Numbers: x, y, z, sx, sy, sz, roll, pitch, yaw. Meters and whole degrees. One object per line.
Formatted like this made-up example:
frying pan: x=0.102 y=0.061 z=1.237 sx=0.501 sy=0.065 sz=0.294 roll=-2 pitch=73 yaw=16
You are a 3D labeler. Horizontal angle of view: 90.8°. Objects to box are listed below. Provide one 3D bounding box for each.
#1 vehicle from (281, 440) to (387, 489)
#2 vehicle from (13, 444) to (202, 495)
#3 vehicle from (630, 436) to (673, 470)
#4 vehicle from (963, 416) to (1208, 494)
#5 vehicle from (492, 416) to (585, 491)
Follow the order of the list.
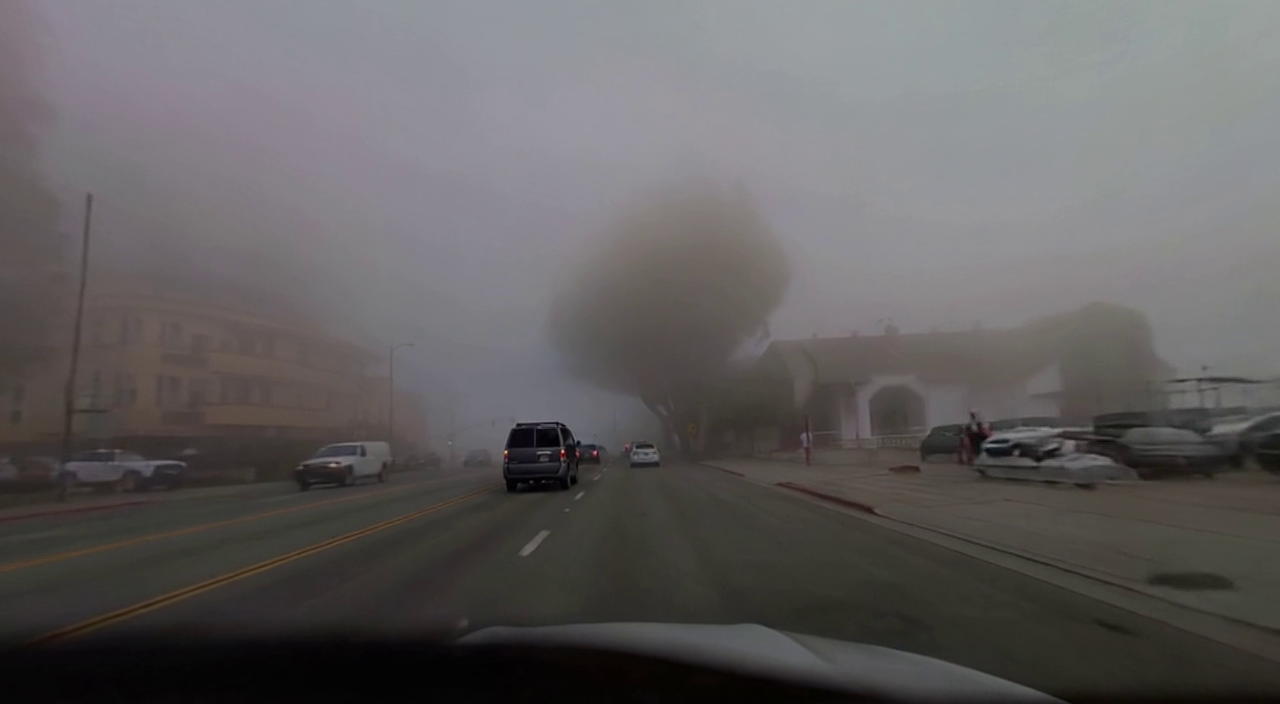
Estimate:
vehicle: x=-12.924 y=4.744 z=27.102 sx=2.159 sy=1.860 sz=5.004 roll=0 pitch=-9 yaw=-2
vehicle: x=-24.005 y=5.291 z=28.739 sx=6.055 sy=2.148 sz=2.690 roll=0 pitch=-9 yaw=-1
vehicle: x=0.537 y=5.308 z=33.258 sx=2.126 sy=1.657 sz=4.132 roll=0 pitch=-9 yaw=-1
vehicle: x=10.030 y=2.380 z=14.873 sx=2.194 sy=1.521 sz=4.686 roll=0 pitch=-9 yaw=-3
vehicle: x=-3.114 y=3.273 z=20.649 sx=2.213 sy=2.123 sz=5.124 roll=0 pitch=-9 yaw=0
